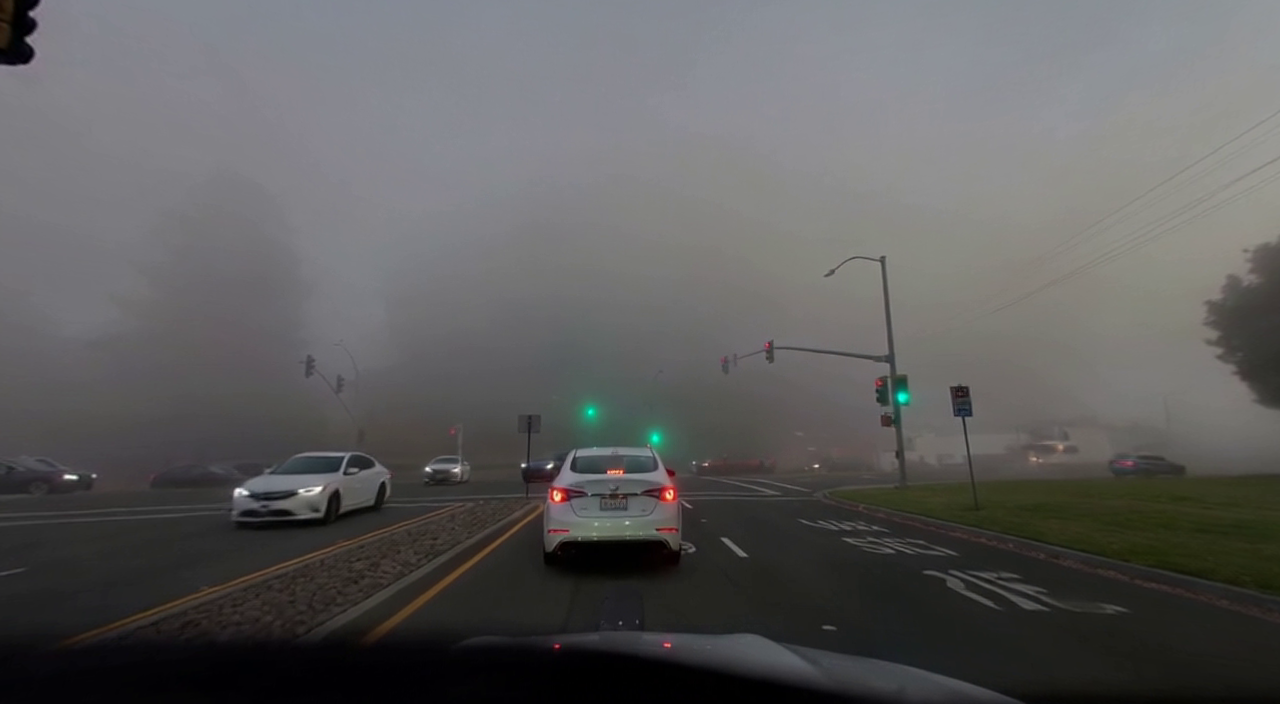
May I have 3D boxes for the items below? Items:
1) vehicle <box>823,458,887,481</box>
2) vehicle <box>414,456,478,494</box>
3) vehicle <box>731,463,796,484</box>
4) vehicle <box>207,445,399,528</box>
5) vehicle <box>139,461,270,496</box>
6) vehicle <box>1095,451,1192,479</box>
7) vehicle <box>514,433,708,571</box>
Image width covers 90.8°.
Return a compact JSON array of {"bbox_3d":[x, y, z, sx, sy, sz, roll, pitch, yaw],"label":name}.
[{"bbox_3d":[16.550,9.033,48.640,4.337,1.637,1.860,2,-9,-16],"label":"vehicle"},{"bbox_3d":[-8.901,5.654,29.417,2.078,1.534,4.646,1,-9,-8],"label":"vehicle"},{"bbox_3d":[9.118,8.955,46.630,4.254,1.359,1.895,2,-9,-15],"label":"vehicle"},{"bbox_3d":[-6.890,2.752,13.606,2.073,1.459,4.495,1,-9,-7],"label":"vehicle"},{"bbox_3d":[-20.078,5.834,29.320,4.548,1.449,1.802,2,-9,-14],"label":"vehicle"},{"bbox_3d":[28.086,6.267,35.248,4.601,1.485,1.929,3,-9,-18],"label":"vehicle"},{"bbox_3d":[-0.345,1.966,9.093,2.112,1.479,4.264,0,-9,-1],"label":"vehicle"}]
